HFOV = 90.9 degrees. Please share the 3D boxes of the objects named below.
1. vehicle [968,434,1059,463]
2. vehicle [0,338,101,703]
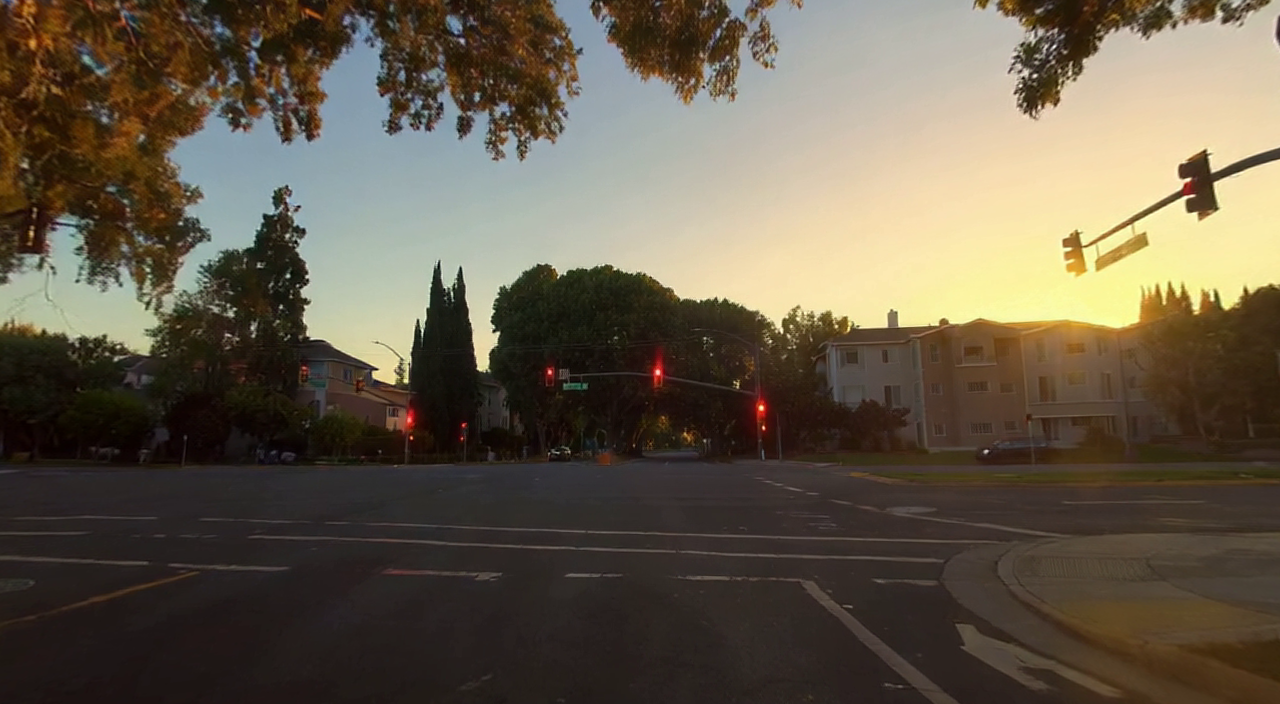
[{"bbox_3d":[20.042,5.189,34.005,3.952,1.468,1.768,-4,-9,22],"label":"vehicle"},{"bbox_3d":[-3.266,0.529,0.407,1.954,1.689,4.347,0,-8,0],"label":"vehicle"}]
